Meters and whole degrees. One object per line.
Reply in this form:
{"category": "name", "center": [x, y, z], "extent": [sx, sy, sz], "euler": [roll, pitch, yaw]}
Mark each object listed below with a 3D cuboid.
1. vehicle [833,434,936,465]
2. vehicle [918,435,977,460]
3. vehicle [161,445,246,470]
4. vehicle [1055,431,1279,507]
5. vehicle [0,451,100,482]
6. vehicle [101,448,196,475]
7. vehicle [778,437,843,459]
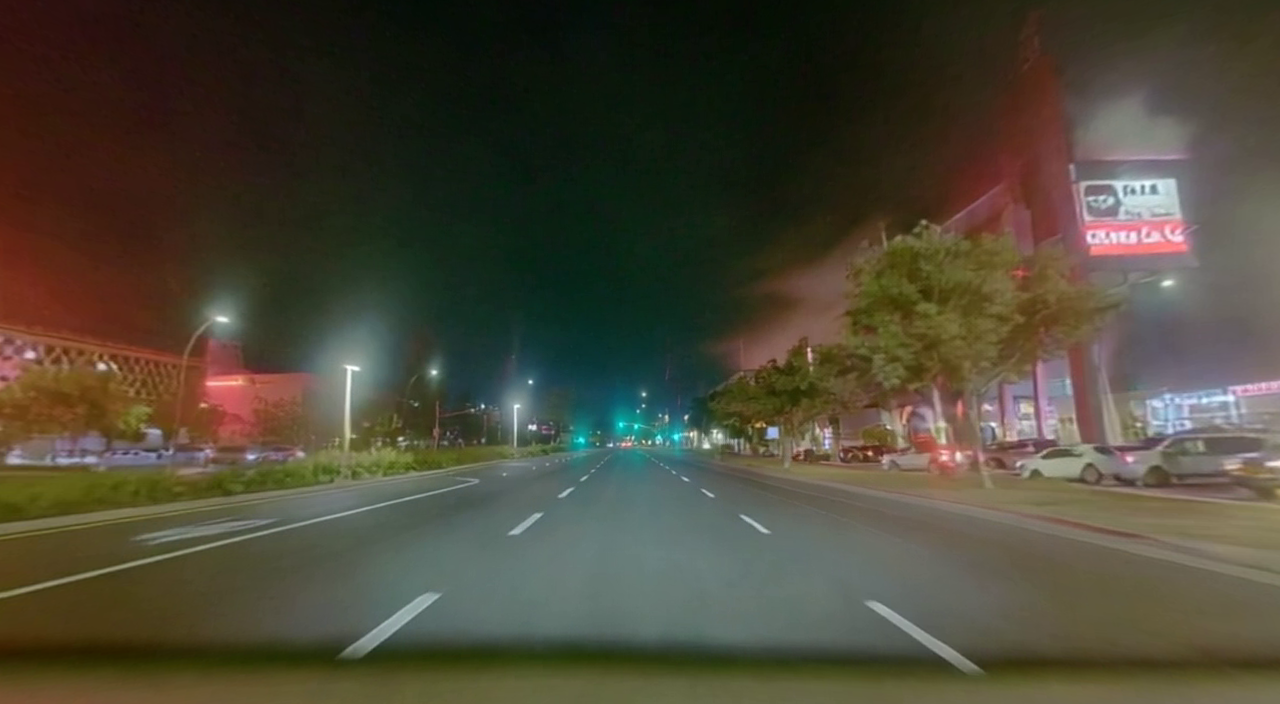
{"category": "vehicle", "center": [14.227, 5.728, 37.018], "extent": [5.134, 1.732, 2.047], "euler": [0, -8, 0]}
{"category": "vehicle", "center": [22.925, 7.121, 47.274], "extent": [1.997, 1.784, 4.921], "euler": [0, -8, 1]}
{"category": "vehicle", "center": [-30.810, 7.445, 44.708], "extent": [4.441, 1.667, 2.223], "euler": [-1, -8, 6]}
{"category": "vehicle", "center": [12.801, 2.776, 15.443], "extent": [1.928, 1.465, 4.874], "euler": [-2, -9, -1]}
{"category": "vehicle", "center": [-30.221, 5.757, 31.797], "extent": [4.311, 1.457, 1.808], "euler": [0, -8, -2]}
{"category": "vehicle", "center": [-30.702, 6.835, 39.524], "extent": [4.323, 1.467, 1.895], "euler": [-2, -9, -1]}
{"category": "vehicle", "center": [13.312, 7.542, 49.459], "extent": [4.386, 1.570, 2.043], "euler": [-1, -9, -2]}
